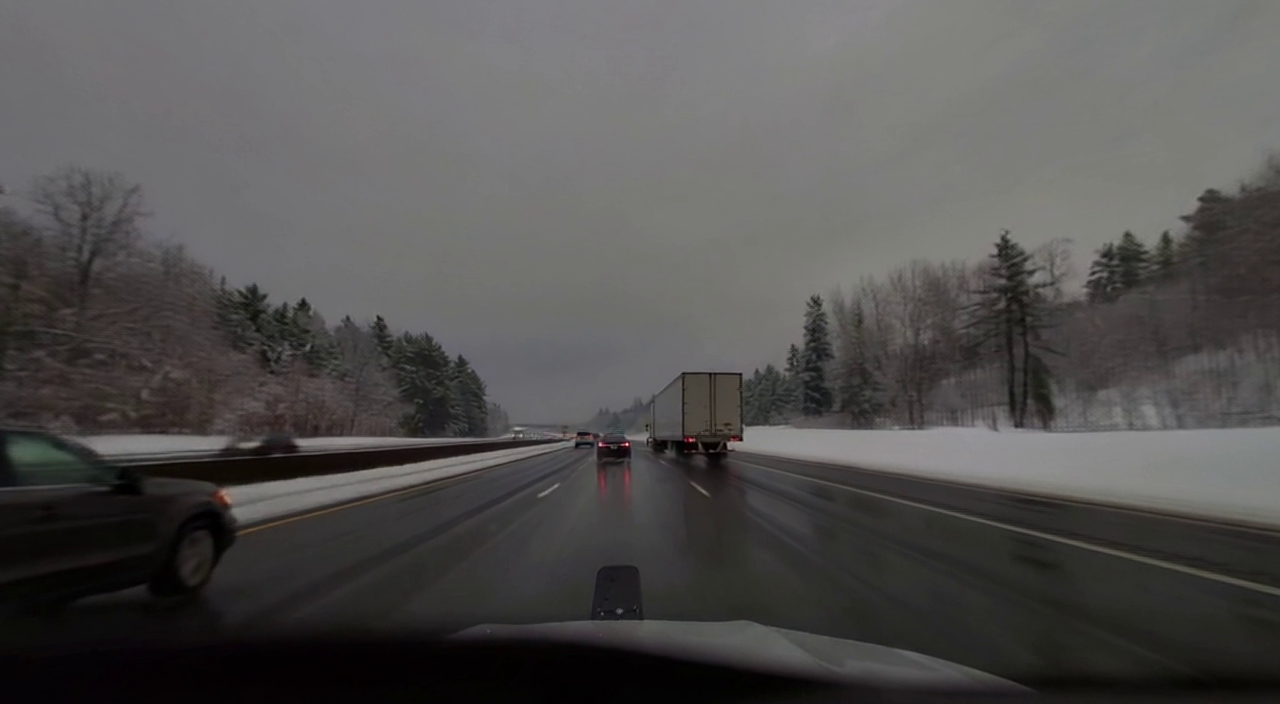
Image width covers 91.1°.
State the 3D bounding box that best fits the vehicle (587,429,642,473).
[{"bbox_3d":[-0.996,3.936,25.194,2.048,1.563,4.087,0,-8,-2],"label":"vehicle"}]

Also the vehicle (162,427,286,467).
[{"bbox_3d":[-17.588,4.051,26.899,2.131,1.536,4.656,0,-8,0],"label":"vehicle"}]

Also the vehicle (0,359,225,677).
[{"bbox_3d":[-4.581,0.822,2.810,2.264,1.699,4.648,0,-8,0],"label":"vehicle"}]

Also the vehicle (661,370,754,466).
[{"bbox_3d":[3.114,3.828,34.253,2.946,4.111,14.652,0,-8,-2],"label":"vehicle"}]
